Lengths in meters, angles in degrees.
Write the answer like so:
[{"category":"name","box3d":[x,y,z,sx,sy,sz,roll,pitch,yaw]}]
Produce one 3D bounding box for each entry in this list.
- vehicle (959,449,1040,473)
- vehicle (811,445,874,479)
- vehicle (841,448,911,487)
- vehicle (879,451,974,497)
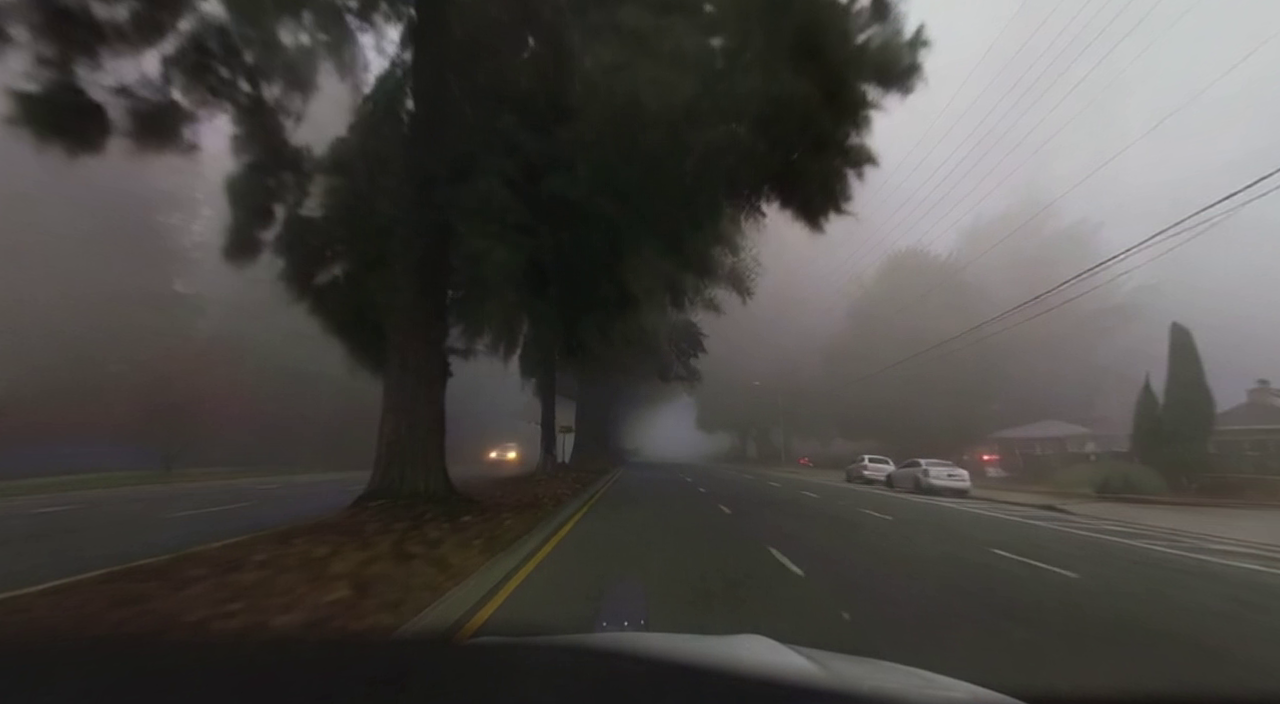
[{"category":"vehicle","box3d":[25.918,7.873,45.525,4.670,1.636,1.946,0,-8,0]},{"category":"vehicle","box3d":[11.957,6.500,37.600,2.178,1.858,4.726,0,-8,-1]},{"category":"vehicle","box3d":[11.814,5.772,31.860,1.869,1.522,4.295,8,-8,1]},{"category":"vehicle","box3d":[11.683,4.962,26.034,2.061,1.575,4.098,4,-8,1]}]
